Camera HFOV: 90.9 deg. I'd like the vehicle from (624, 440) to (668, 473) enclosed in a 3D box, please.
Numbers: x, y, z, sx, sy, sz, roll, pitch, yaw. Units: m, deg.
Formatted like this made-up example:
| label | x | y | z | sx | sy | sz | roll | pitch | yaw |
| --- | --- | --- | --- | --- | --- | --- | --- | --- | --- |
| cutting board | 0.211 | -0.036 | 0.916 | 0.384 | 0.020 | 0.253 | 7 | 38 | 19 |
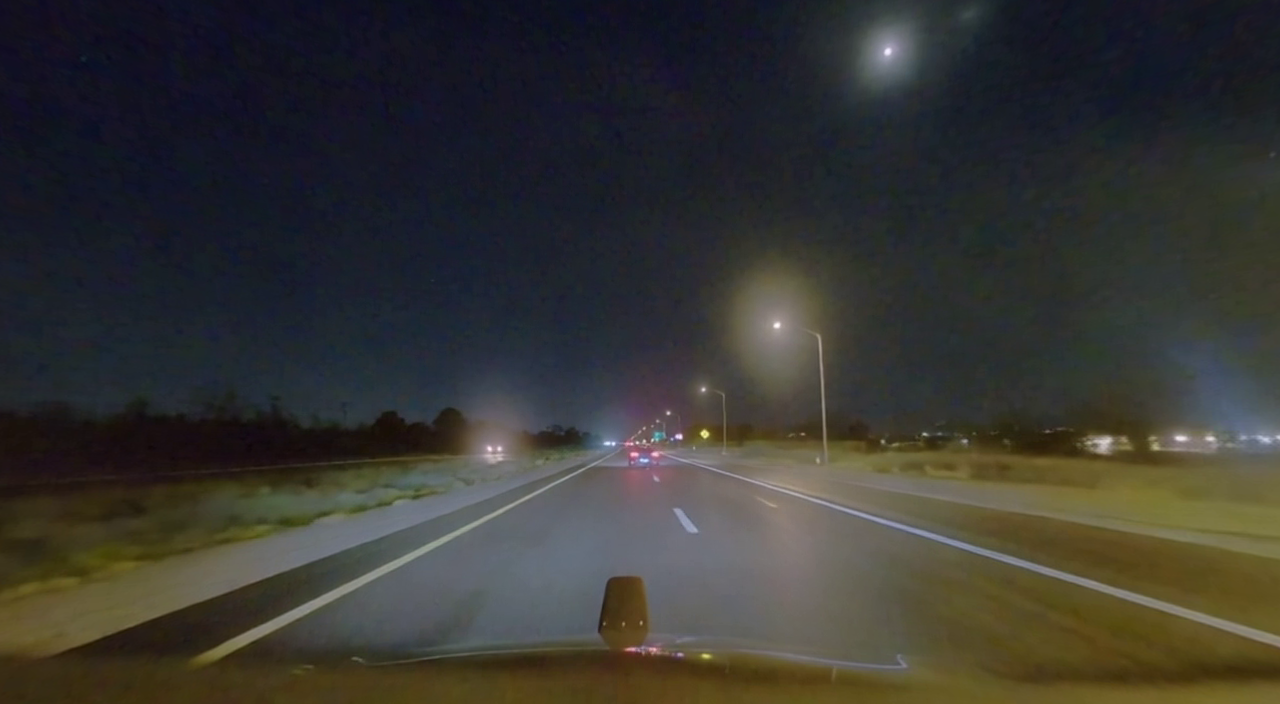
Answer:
| label | x | y | z | sx | sy | sz | roll | pitch | yaw |
| --- | --- | --- | --- | --- | --- | --- | --- | --- | --- |
| vehicle | 0.223 | 5.160 | 31.345 | 1.991 | 1.475 | 4.302 | 0 | -8 | -2 |
